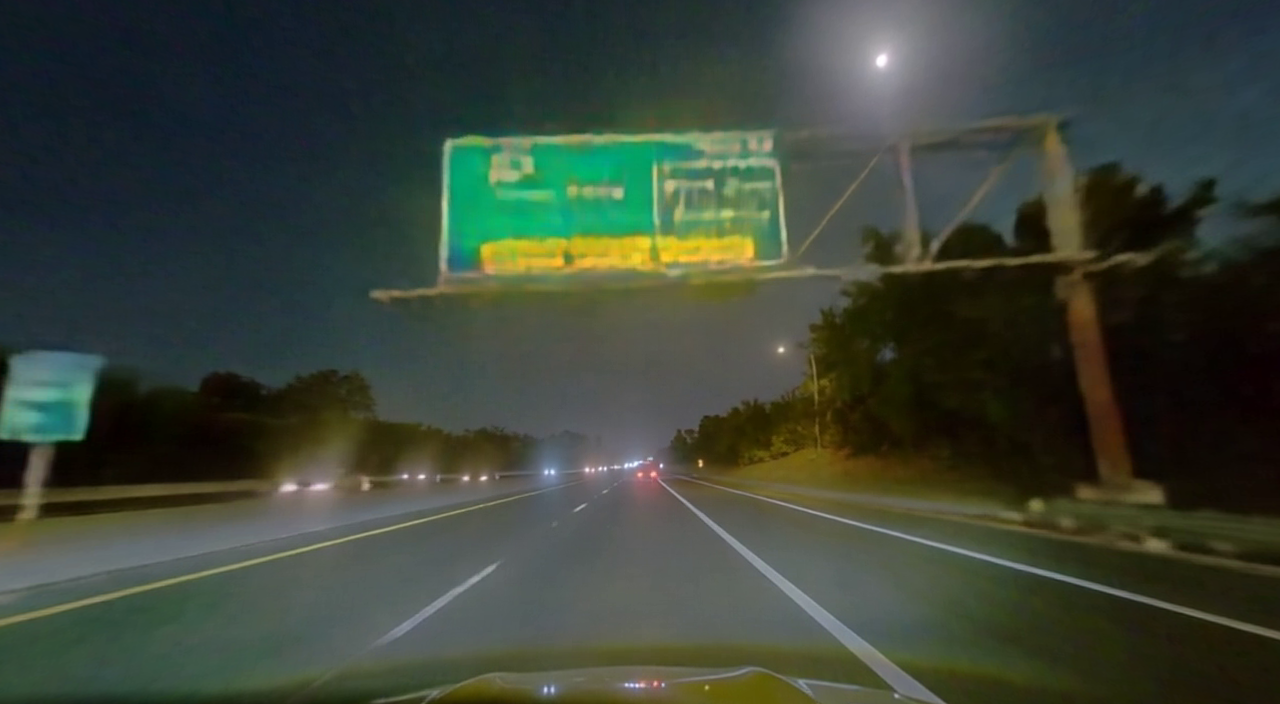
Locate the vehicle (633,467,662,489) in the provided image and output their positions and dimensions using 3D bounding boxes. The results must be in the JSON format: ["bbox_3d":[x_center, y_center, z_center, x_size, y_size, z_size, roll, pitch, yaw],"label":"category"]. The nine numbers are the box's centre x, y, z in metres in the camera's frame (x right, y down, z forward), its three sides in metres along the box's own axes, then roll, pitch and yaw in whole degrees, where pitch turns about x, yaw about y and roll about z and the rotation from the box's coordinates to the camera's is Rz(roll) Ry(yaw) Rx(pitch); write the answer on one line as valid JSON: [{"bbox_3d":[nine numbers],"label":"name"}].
[{"bbox_3d":[0.514,9.315,46.639,2.016,1.530,4.009,1,-10,0],"label":"vehicle"}]

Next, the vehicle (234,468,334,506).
[{"bbox_3d":[-15.757,5.970,28.165,1.863,1.525,4.211,1,-11,1],"label":"vehicle"}]
